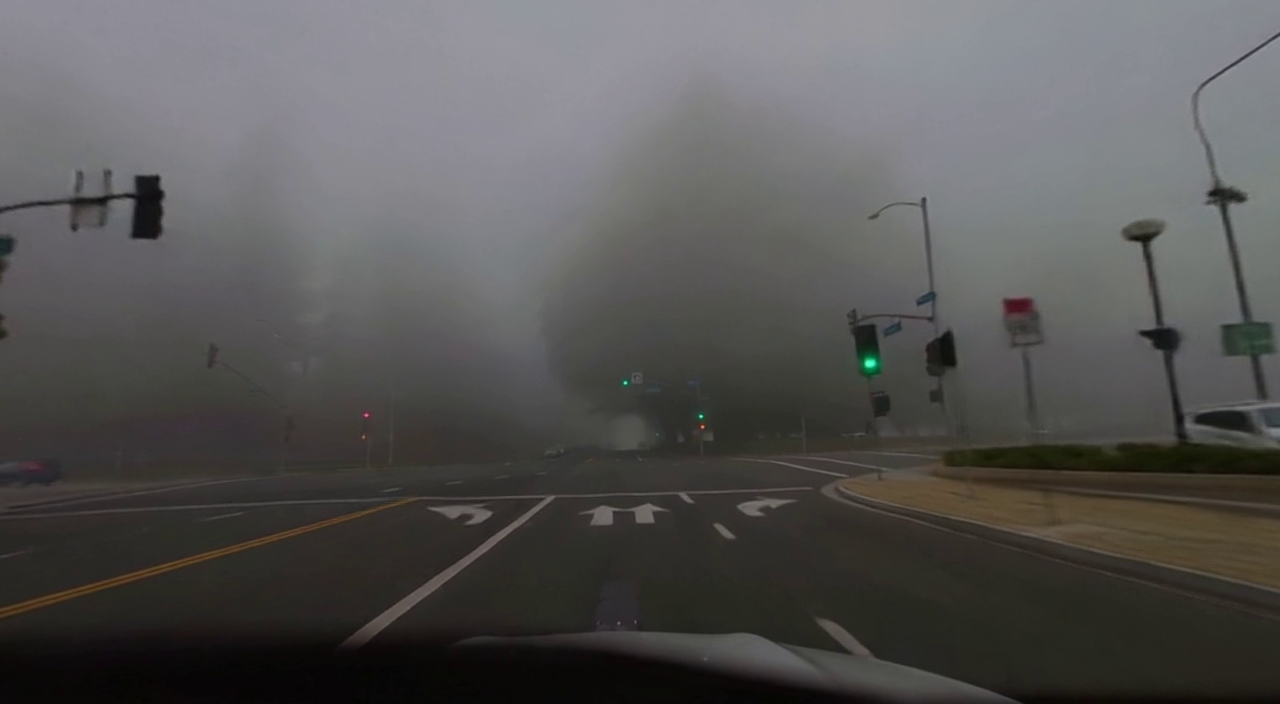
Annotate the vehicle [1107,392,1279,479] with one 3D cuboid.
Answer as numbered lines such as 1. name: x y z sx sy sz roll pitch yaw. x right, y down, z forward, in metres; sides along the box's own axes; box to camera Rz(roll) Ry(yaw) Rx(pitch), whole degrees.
1. vehicle: 11.989 1.586 11.960 4.670 1.476 2.042 0 -8 0

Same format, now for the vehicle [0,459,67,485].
1. vehicle: -38.960 7.435 39.253 4.660 1.478 2.007 0 -9 -3
